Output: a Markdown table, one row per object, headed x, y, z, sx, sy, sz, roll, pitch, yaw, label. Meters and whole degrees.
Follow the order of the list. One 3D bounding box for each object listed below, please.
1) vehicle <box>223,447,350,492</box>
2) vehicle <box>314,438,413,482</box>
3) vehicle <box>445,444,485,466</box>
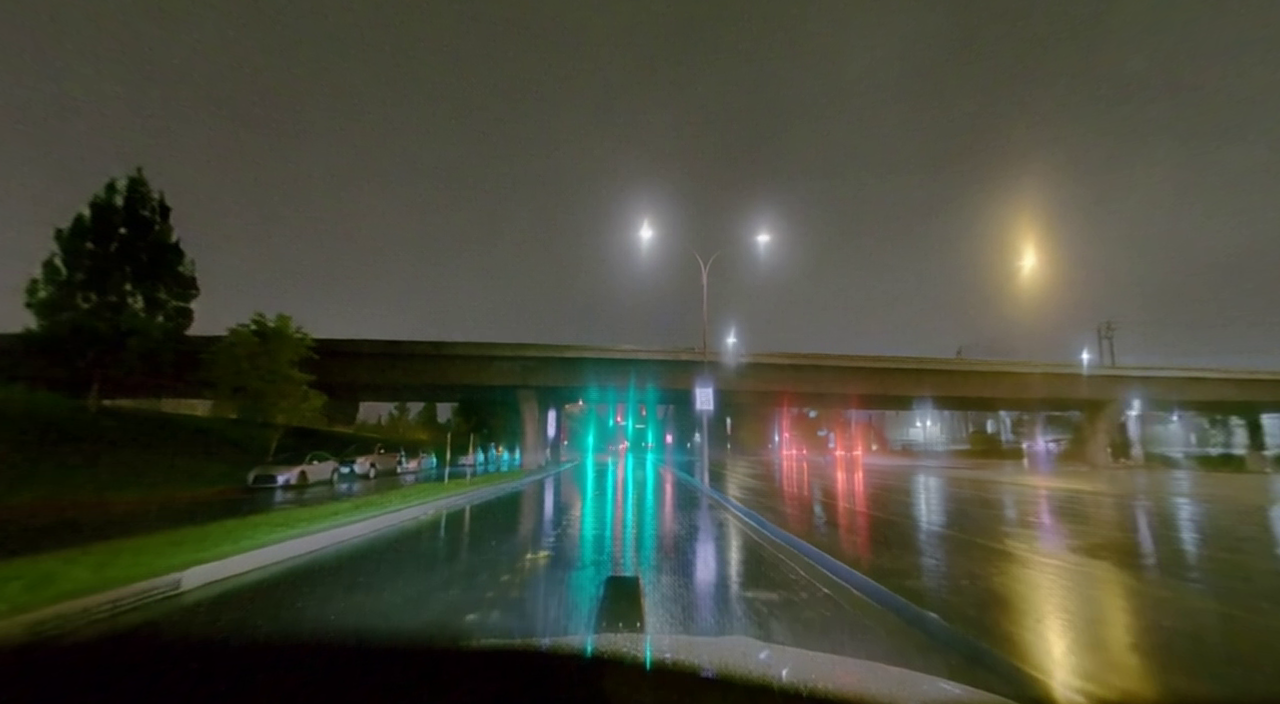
| x | y | z | sx | sy | sz | roll | pitch | yaw | label |
| --- | --- | --- | --- | --- | --- | --- | --- | --- | --- |
| -13.489 | 4.476 | 24.523 | 2.156 | 1.489 | 4.758 | 0 | -8 | 0 | vehicle |
| -13.138 | 5.136 | 30.496 | 2.064 | 1.809 | 5.545 | 2 | -8 | 2 | vehicle |
| -13.348 | 7.838 | 48.464 | 1.907 | 1.553 | 4.683 | 0 | -8 | -2 | vehicle |
